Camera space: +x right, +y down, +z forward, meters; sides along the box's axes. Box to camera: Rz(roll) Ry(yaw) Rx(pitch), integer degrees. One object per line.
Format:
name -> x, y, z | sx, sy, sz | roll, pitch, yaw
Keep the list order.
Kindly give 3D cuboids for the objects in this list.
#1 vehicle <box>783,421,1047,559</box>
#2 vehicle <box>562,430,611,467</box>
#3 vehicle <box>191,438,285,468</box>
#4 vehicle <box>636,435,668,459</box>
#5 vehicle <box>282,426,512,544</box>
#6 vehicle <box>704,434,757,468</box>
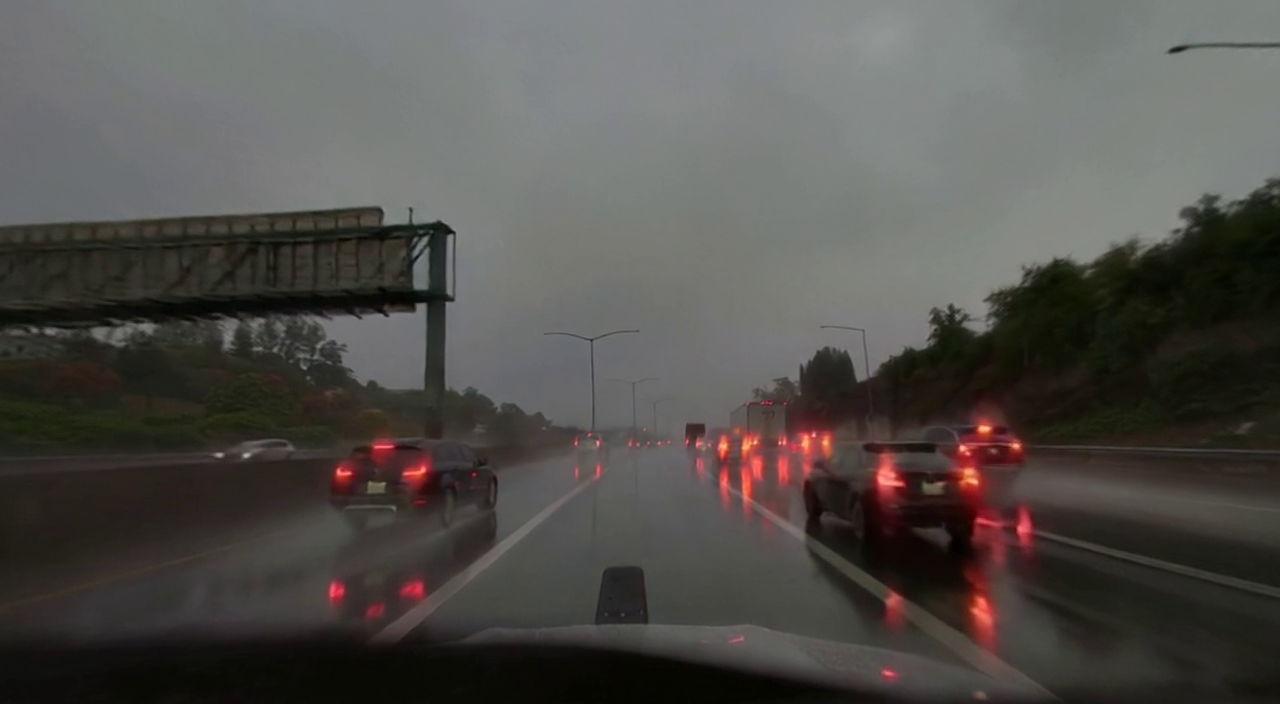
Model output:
vehicle -> 3.507, 1.830, 9.077 | 1.933, 1.492, 4.125 | -1, -9, 0
vehicle -> -2.672, 4.923, 32.346 | 2.006, 1.741, 4.277 | -1, -8, 2
vehicle -> -22.130, 5.599, 34.985 | 1.923, 1.509, 4.735 | -1, -9, 2
vehicle -> 0.793, 6.300, 41.728 | 2.040, 1.461, 3.984 | -1, -9, 1
vehicle -> -3.556, 2.032, 10.298 | 1.914, 1.476, 4.416 | -1, -9, 1
vehicle -> 4.312, 4.800, 30.799 | 1.933, 1.503, 4.520 | -1, -9, 0
